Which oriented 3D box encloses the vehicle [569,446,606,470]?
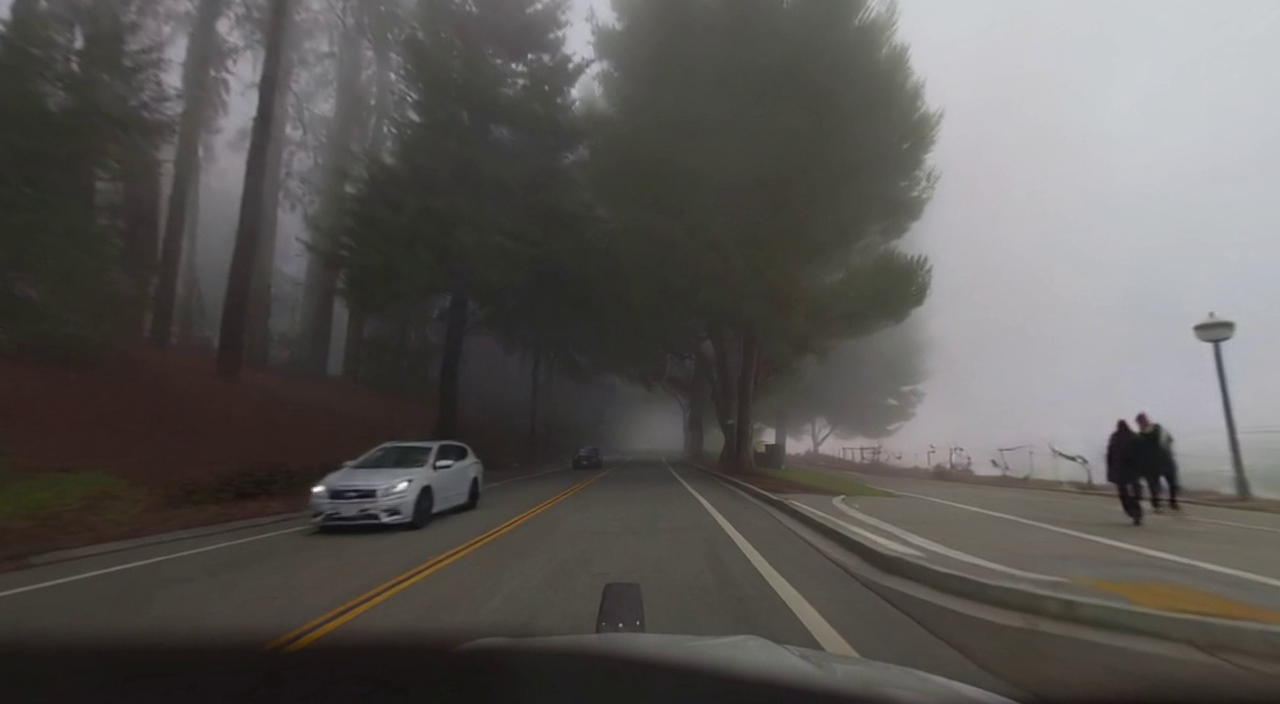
[{"bbox_3d":[-3.500,7.164,43.026,1.967,1.499,4.287,-1,-8,2],"label":"vehicle"}]

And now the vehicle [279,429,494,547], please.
[{"bbox_3d":[-3.987,2.183,10.785,1.898,1.606,3.927,-1,-8,2],"label":"vehicle"}]
